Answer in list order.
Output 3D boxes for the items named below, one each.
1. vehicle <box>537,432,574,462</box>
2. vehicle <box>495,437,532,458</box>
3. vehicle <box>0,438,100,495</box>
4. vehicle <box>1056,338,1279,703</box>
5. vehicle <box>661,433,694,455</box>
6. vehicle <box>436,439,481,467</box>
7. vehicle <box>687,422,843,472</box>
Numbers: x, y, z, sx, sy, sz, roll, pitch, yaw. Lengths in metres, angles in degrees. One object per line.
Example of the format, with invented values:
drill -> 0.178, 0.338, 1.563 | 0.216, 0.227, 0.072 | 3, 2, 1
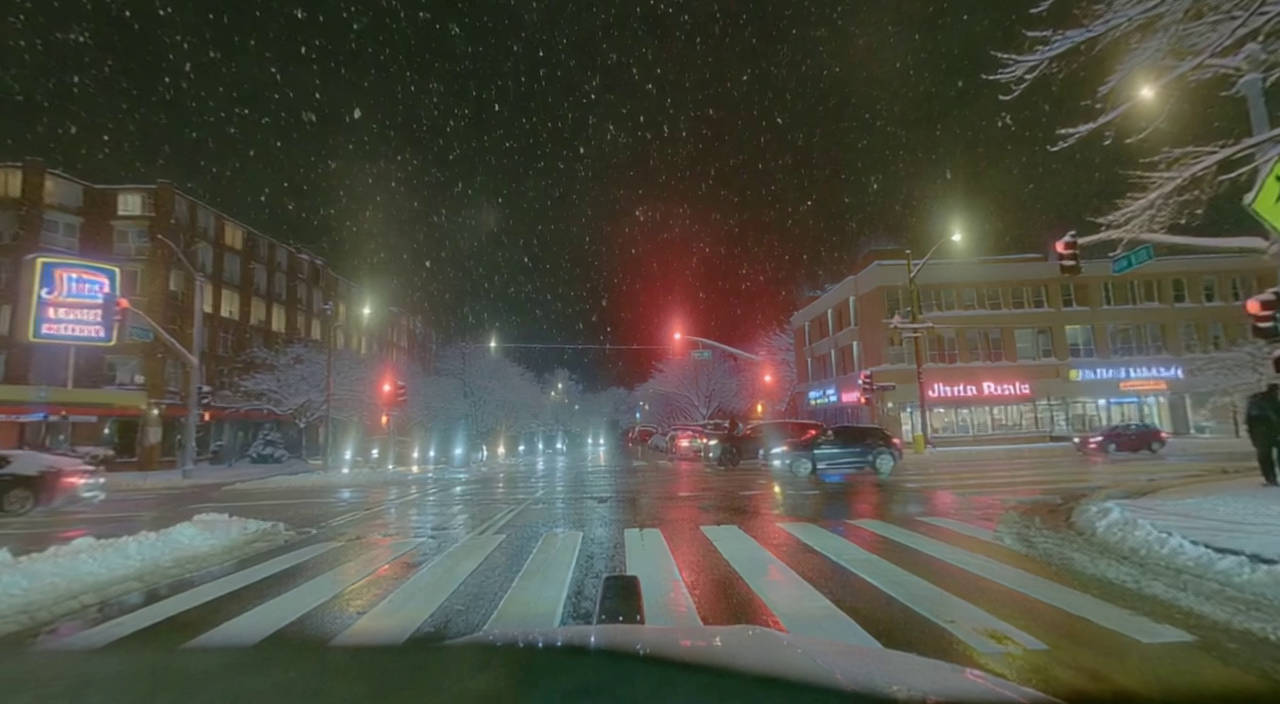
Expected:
vehicle -> -5.097, 5.809, 38.653 | 1.976, 1.683, 4.117 | 0, -8, -4
vehicle -> -8.643, 6.579, 43.566 | 1.906, 1.402, 4.904 | 0, -8, -5
vehicle -> -23.097, 4.121, 22.893 | 4.842, 1.969, 2.039 | 1, -9, -8
vehicle -> 3.021, 0.613, 0.878 | 1.866, 1.654, 4.354 | 0, -8, 0
vehicle -> 2.789, 6.930, 47.693 | 1.675, 1.569, 4.000 | 1, -9, -9
vehicle -> -10.898, 6.099, 38.211 | 1.885, 1.545, 4.124 | 1, -8, -6
vehicle -> 4.028, 3.097, 20.747 | 4.612, 1.521, 1.811 | 1, -9, -9
